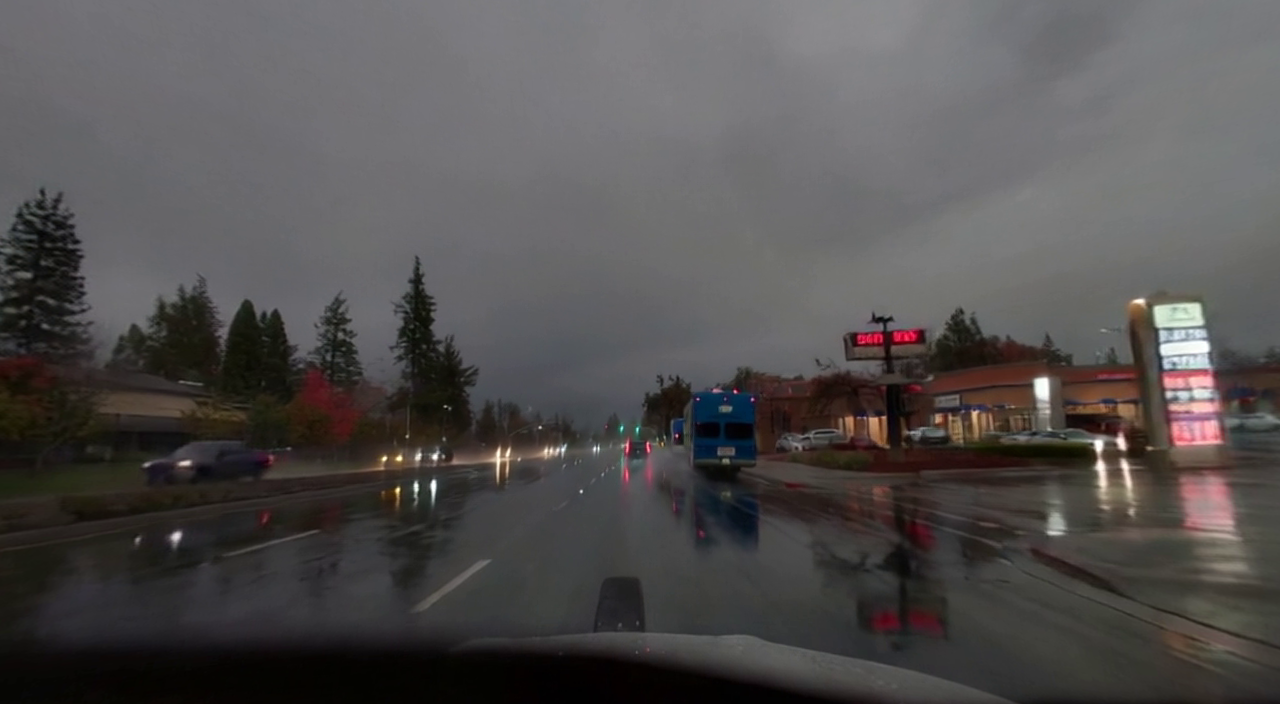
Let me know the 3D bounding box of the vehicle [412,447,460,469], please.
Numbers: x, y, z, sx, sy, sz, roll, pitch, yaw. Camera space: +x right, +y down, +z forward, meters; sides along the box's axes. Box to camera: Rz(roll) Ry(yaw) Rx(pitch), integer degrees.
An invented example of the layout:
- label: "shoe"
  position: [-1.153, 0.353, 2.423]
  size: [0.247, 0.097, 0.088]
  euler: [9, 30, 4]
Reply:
- label: "vehicle"
  position: [-14.682, 7.664, 45.718]
  size: [1.836, 1.498, 4.518]
  euler: [0, -9, 1]

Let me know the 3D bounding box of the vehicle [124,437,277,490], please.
- label: "vehicle"
  position: [-15.031, 3.825, 22.003]
  size: [1.983, 1.630, 4.568]
  euler: [0, -9, 1]

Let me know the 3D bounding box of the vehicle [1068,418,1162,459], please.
- label: "vehicle"
  position: [23.467, 4.251, 31.196]
  size: [4.430, 1.659, 1.905]
  euler: [1, -10, -30]

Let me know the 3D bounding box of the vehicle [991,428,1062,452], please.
- label: "vehicle"
  position: [25.918, 5.900, 42.380]
  size: [4.196, 1.520, 1.953]
  euler: [4, -10, -25]

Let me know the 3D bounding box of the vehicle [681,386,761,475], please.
- label: "vehicle"
  position: [3.875, 4.127, 32.310]
  size: [2.896, 3.921, 8.415]
  euler: [0, -9, 0]

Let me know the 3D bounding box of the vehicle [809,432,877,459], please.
- label: "vehicle"
  position: [13.722, 6.334, 42.766]
  size: [4.037, 1.538, 1.912]
  euler: [-7, -10, 25]

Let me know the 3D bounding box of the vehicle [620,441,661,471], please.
- label: "vehicle"
  position: [0.002, 5.713, 34.832]
  size: [2.103, 1.506, 4.742]
  euler: [0, -9, -1]
